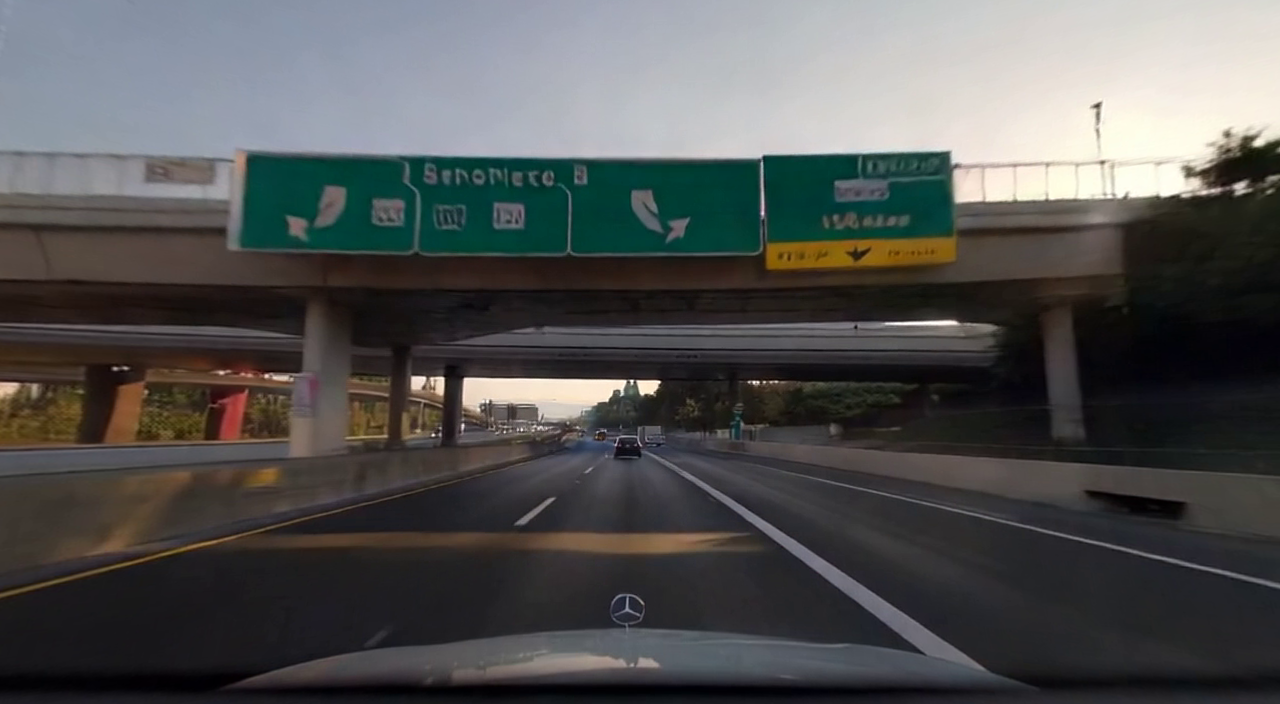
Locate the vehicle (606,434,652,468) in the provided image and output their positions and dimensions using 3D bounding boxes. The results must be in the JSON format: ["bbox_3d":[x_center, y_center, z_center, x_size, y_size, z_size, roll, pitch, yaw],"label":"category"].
[{"bbox_3d":[-0.510,4.894,31.234,2.130,1.512,4.057,0,-8,0],"label":"vehicle"}]
